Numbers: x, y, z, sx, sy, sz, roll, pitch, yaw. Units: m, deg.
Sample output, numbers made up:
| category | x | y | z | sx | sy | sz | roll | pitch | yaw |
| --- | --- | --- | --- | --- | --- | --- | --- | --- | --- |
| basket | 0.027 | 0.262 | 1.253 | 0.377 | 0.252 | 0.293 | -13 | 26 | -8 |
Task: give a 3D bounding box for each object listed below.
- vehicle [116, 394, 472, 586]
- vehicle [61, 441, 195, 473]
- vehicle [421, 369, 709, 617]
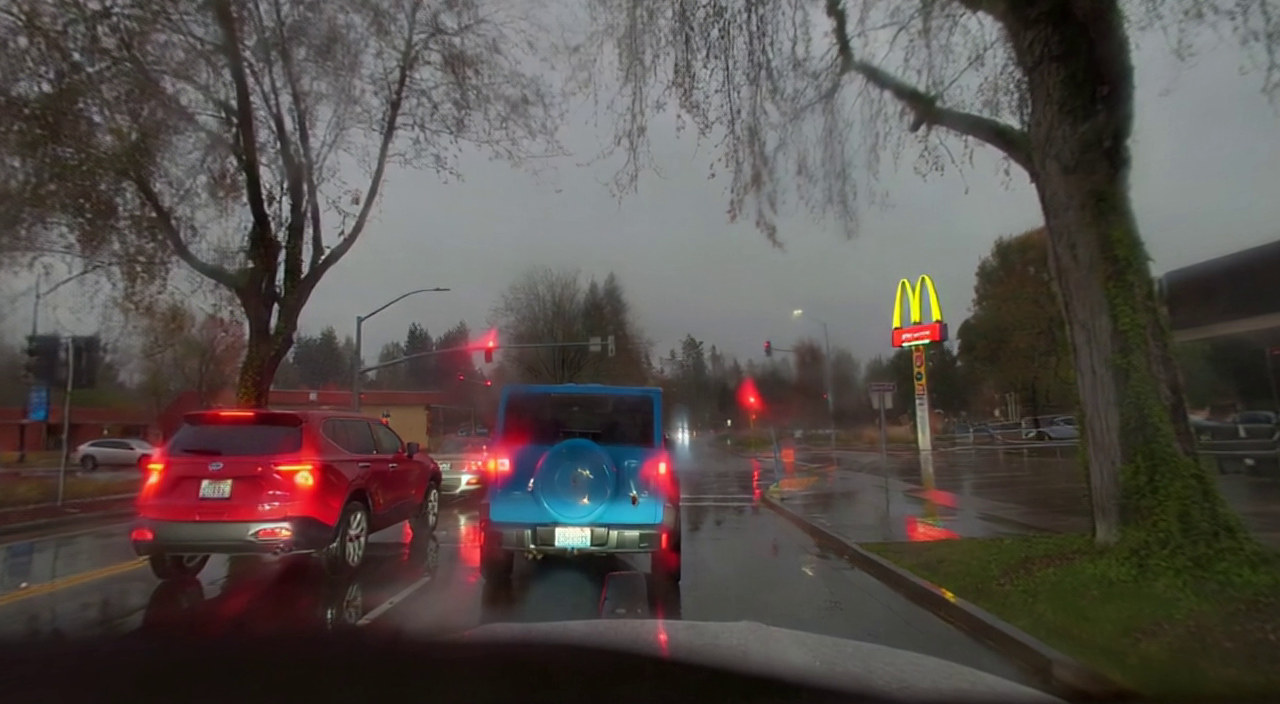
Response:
| category | x | y | z | sx | sy | sz | roll | pitch | yaw |
| --- | --- | --- | --- | --- | --- | --- | --- | --- | --- |
| vehicle | -3.908 | 1.651 | 8.343 | 2.130 | 1.819 | 4.497 | 0 | -8 | 0 |
| vehicle | -25.235 | 5.181 | 31.372 | 4.713 | 1.445 | 1.887 | 4 | -9 | -24 |
| vehicle | -0.627 | 1.438 | 7.331 | 2.224 | 1.923 | 4.643 | 0 | -8 | -1 |
